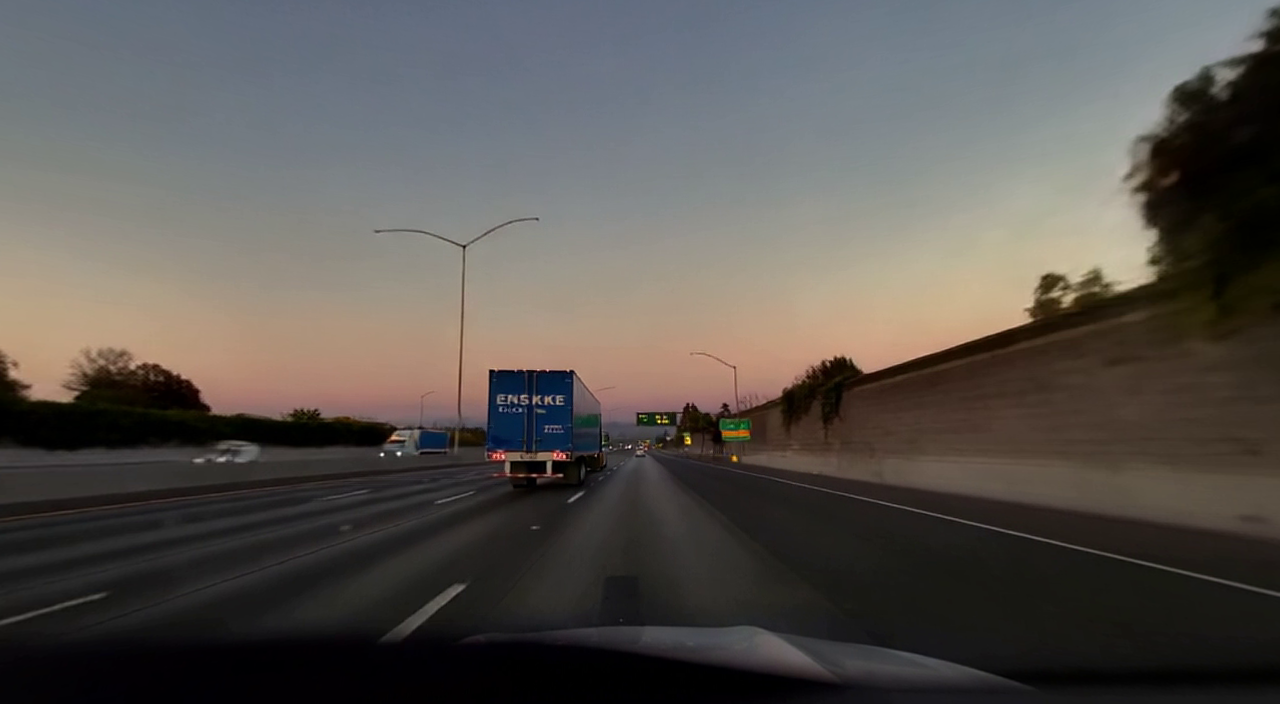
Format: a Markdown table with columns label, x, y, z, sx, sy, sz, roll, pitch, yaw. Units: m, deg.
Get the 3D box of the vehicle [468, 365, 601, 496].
| label | x | y | z | sx | sy | sz | roll | pitch | yaw |
| --- | --- | --- | --- | --- | --- | --- | --- | --- | --- |
| vehicle | -3.521 | 3.208 | 24.704 | 3.059 | 3.956 | 11.036 | 0 | -9 | 1 |
